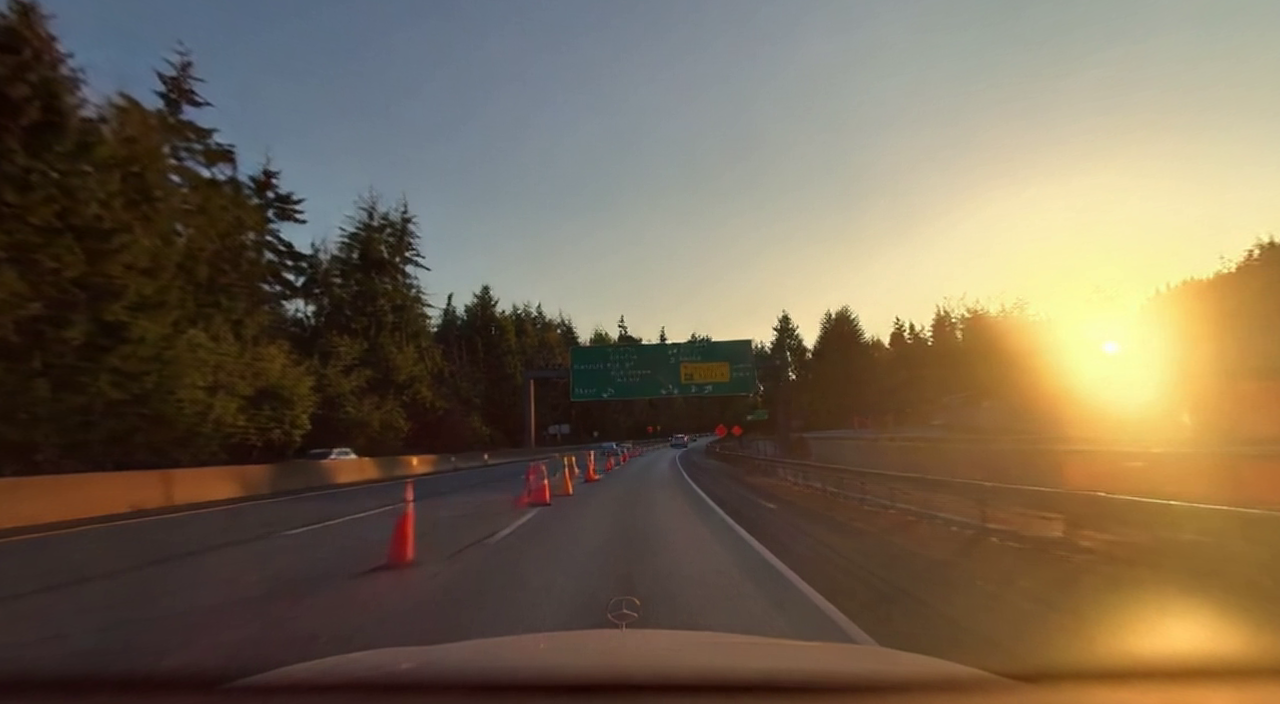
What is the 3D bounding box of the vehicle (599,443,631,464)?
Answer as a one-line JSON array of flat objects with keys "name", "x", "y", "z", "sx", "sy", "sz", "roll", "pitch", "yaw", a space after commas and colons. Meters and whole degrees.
[{"name": "vehicle", "x": -1.794, "y": 7.484, "z": 46.758, "sx": 2.118, "sy": 1.475, "sz": 4.263, "roll": 0, "pitch": -8, "yaw": 2}]
